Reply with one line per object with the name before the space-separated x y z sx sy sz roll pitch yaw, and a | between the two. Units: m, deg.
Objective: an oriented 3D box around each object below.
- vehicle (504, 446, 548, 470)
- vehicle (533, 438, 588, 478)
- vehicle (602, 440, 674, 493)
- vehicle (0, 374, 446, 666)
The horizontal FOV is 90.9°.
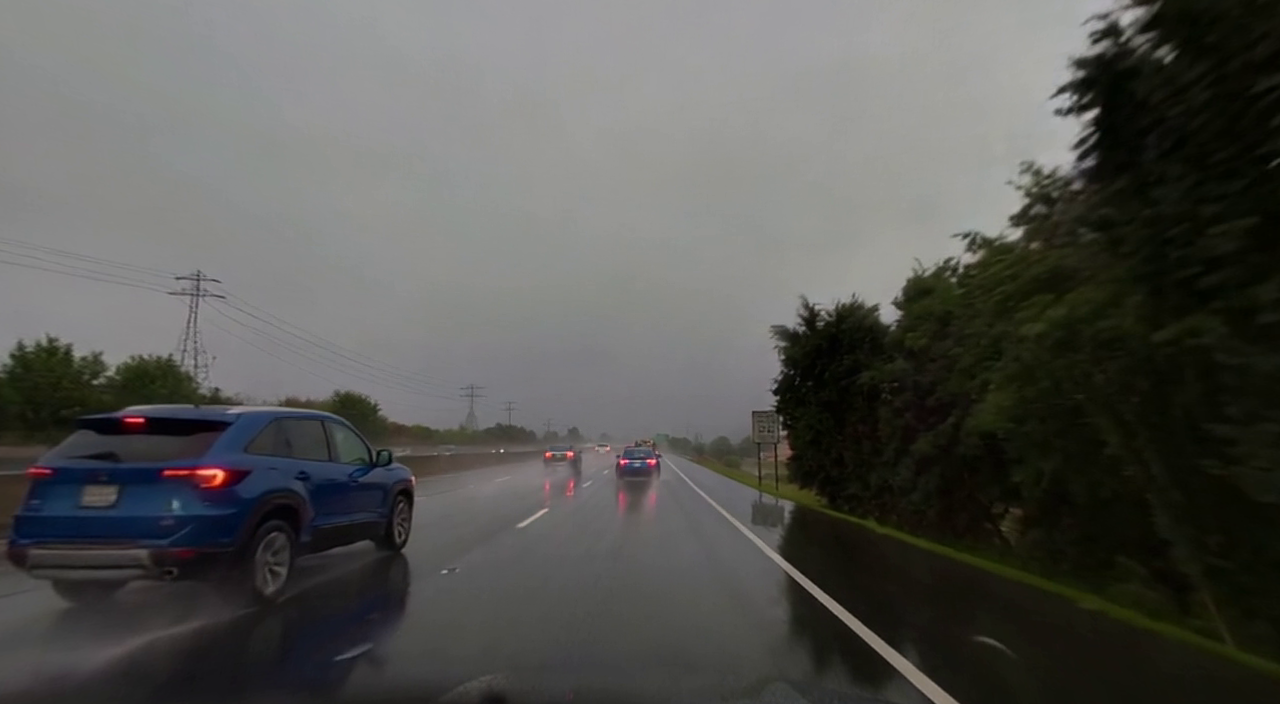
vehicle | -7.312 6.825 40.951 1.902 1.467 4.574 -1 -8 2
vehicle | -3.721 5.051 30.302 1.993 1.717 4.321 0 -9 1
vehicle | -0.069 3.567 19.962 2.047 1.473 3.978 0 -8 0
vehicle | -3.729 1.369 6.222 2.133 1.789 4.518 0 -8 1
